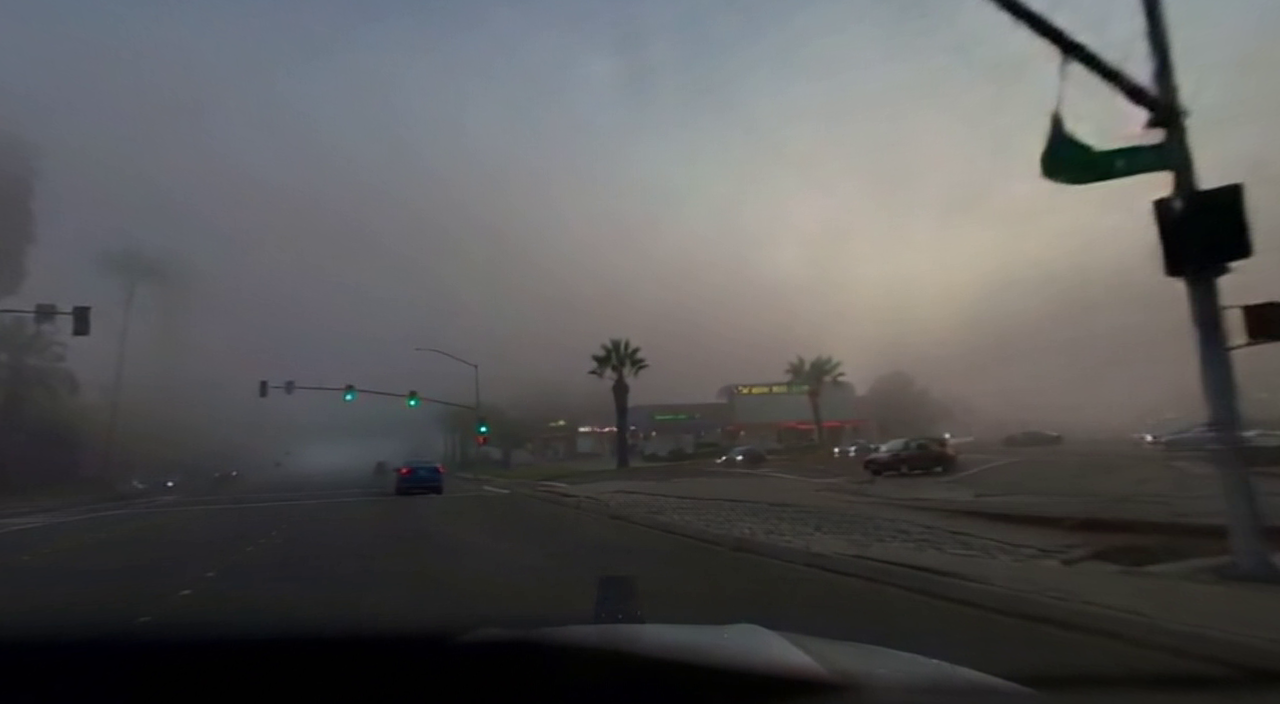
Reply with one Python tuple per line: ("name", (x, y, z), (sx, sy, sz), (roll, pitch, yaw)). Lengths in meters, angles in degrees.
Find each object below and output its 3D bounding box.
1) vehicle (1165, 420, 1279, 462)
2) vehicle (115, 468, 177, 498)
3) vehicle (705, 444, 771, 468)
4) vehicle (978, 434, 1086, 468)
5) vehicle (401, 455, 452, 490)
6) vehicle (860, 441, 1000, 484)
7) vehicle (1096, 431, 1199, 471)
("vehicle", (26.391, 4.024, 28.612), (4.178, 1.533, 1.992), (6, -9, -17))
("vehicle", (-31.191, 8.253, 40.060), (2.027, 1.534, 4.779), (4, -10, -25))
("vehicle", (6.316, 6.797, 41.509), (2.046, 1.481, 4.936), (3, -9, -21))
("vehicle", (18.143, 4.586, 29.292), (4.199, 1.459, 1.997), (3, -9, -20))
("vehicle", (-10.854, 6.022, 31.879), (1.969, 1.555, 4.431), (4, -9, -24))
("vehicle", (10.483, 3.954, 22.883), (4.355, 1.398, 2.085), (3, -9, -21))
("vehicle", (25.076, 4.840, 31.221), (4.377, 1.433, 1.867), (-3, -3, -20))
